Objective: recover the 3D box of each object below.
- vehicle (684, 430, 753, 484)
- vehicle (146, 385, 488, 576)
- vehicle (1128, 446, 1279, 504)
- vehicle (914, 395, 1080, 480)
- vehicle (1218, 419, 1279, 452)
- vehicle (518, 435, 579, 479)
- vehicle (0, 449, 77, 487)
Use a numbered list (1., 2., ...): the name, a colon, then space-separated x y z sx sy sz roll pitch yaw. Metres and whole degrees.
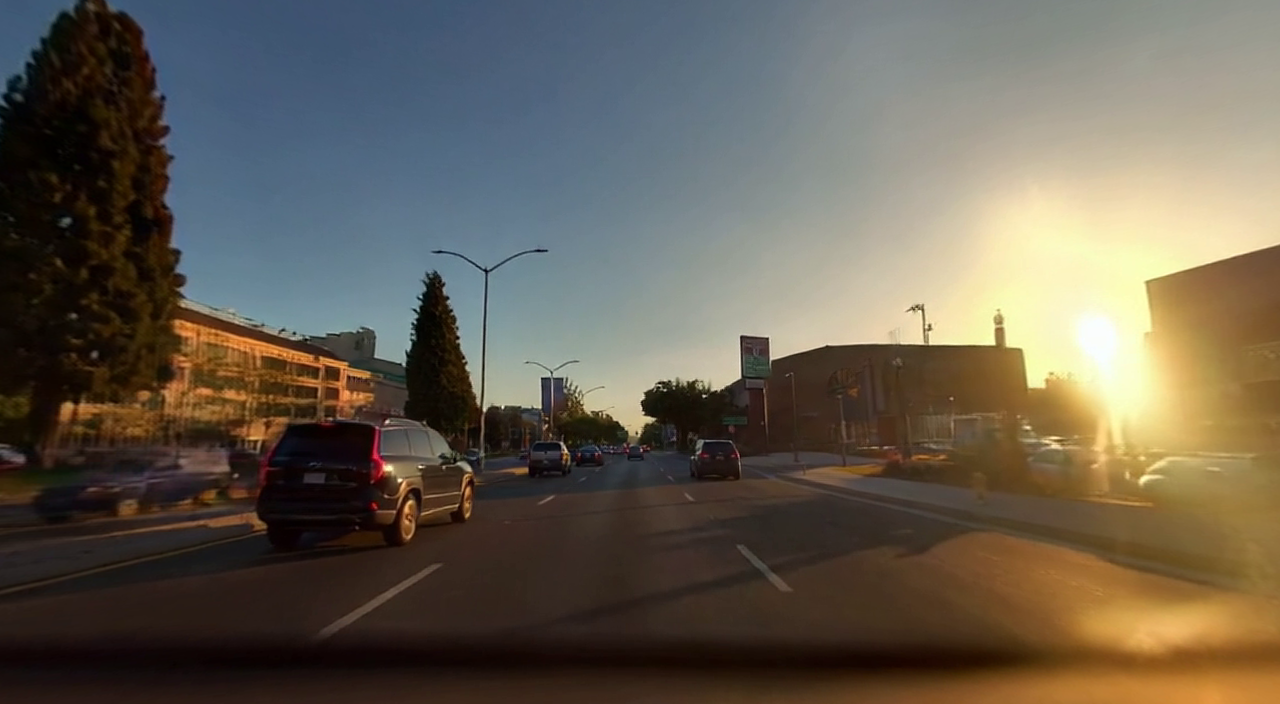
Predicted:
1. vehicle: 2.989 4.133 24.942 2.024 1.921 4.431 0 -8 -2
2. vehicle: -3.852 1.652 8.823 2.210 1.925 4.838 0 -8 0
3. vehicle: 16.624 3.468 18.171 4.701 1.470 1.985 4 -9 -26
4. vehicle: 15.686 3.943 28.599 2.642 3.252 8.515 1 -9 1
5. vehicle: 37.010 4.892 36.726 4.183 1.852 2.188 0 -9 -2
6. vehicle: -3.900 4.564 27.514 2.014 1.775 4.404 0 -8 0
7. vehicle: -31.188 5.729 31.143 4.268 1.775 2.189 4 -9 -26
